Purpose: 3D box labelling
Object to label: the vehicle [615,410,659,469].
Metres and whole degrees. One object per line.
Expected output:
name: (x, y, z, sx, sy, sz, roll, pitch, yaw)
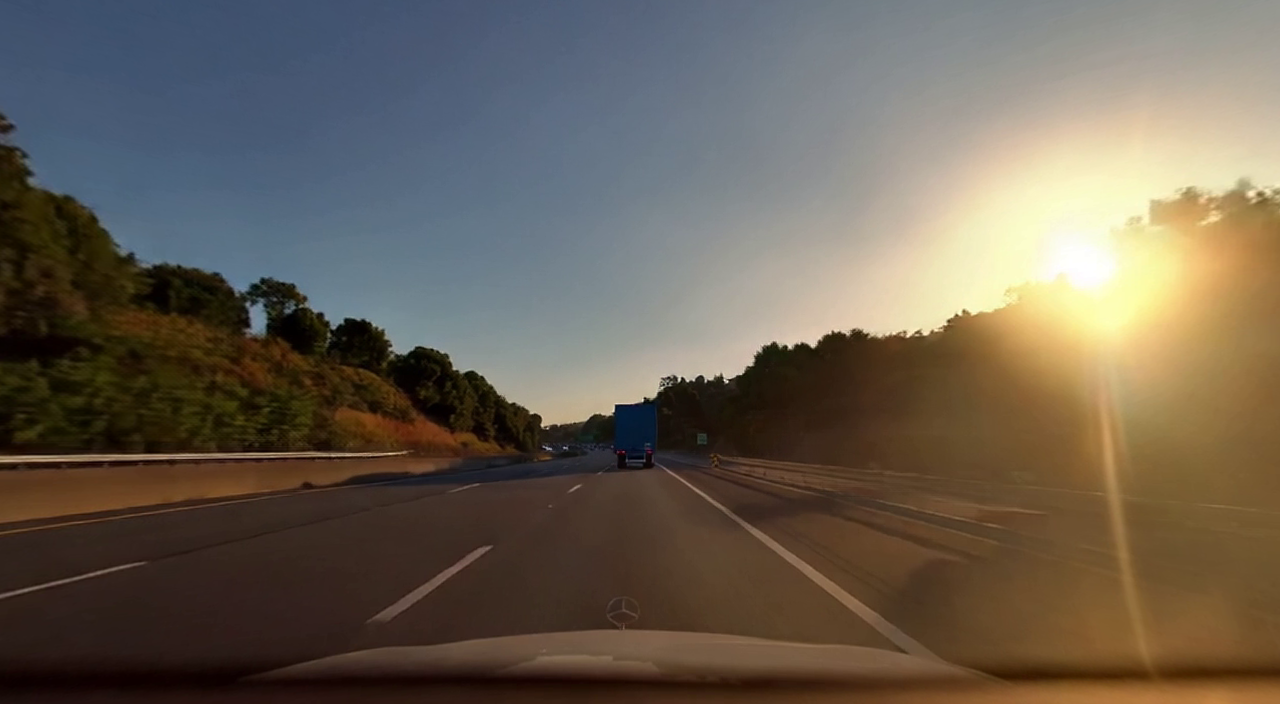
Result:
vehicle: (-0.330, 6.752, 47.982, 2.982, 3.947, 11.075, 0, -9, -1)
